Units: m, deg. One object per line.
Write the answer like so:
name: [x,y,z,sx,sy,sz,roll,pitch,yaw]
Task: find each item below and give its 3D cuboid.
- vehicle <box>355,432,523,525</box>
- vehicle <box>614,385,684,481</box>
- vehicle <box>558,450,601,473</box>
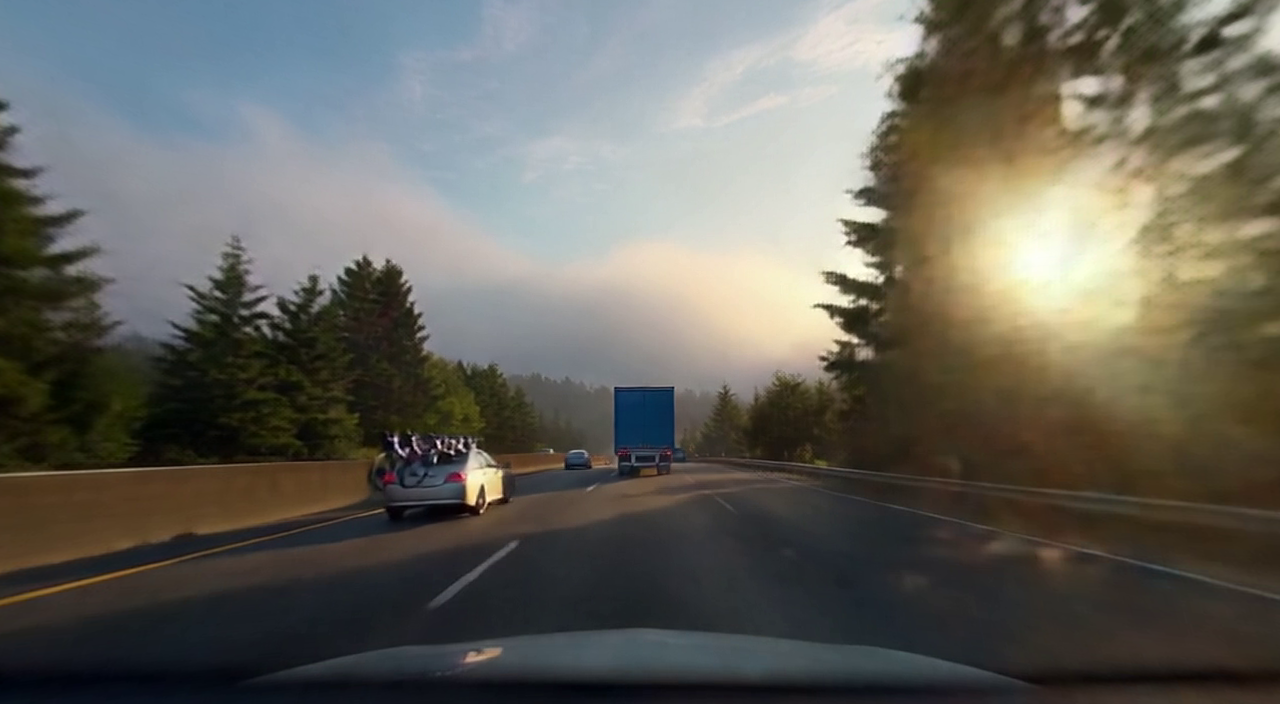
vehicle: [-4.031,2.624,13.630,2.018,1.632,4.722,0,-9,1]
vehicle: [0.451,3.952,29.989,2.821,3.878,8.925,0,-9,1]
vehicle: [-3.840,7.065,40.822,2.133,1.358,4.870,0,-9,2]
